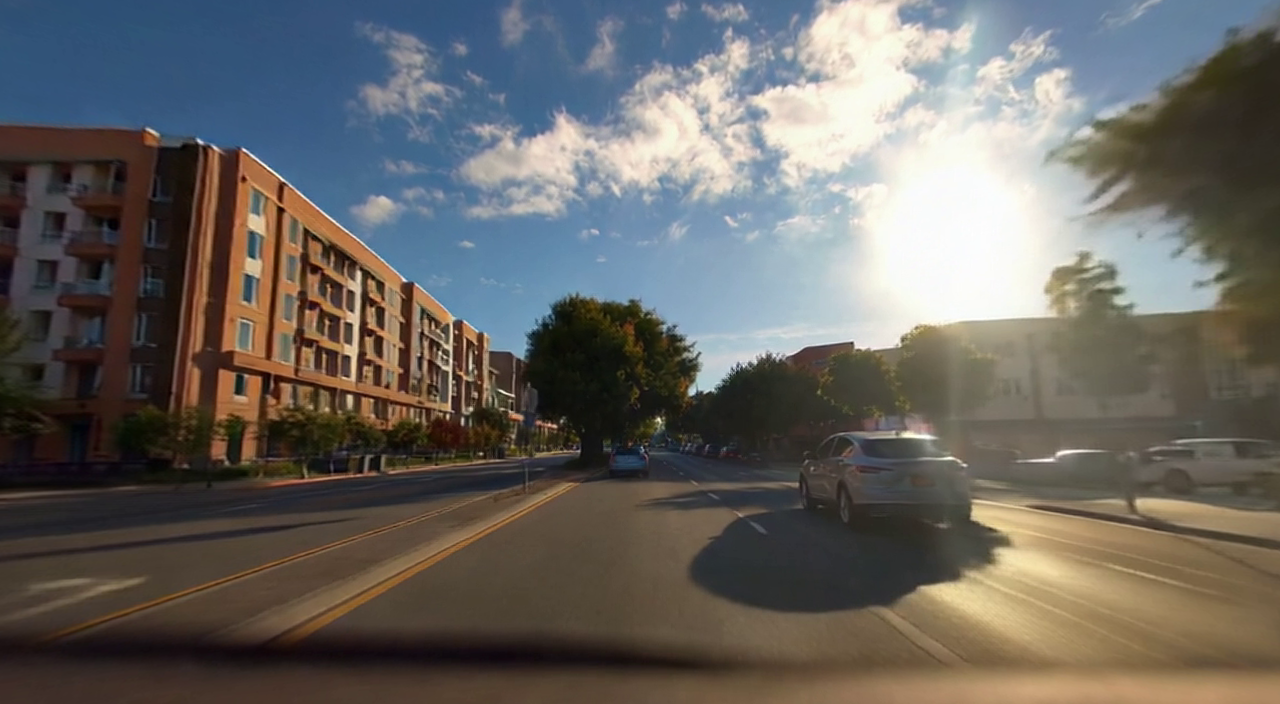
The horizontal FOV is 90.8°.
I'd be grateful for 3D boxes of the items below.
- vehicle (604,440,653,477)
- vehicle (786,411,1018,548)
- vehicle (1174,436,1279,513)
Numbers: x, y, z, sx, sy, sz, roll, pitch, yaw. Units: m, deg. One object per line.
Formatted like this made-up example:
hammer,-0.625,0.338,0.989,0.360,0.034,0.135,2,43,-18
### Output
vehicle,-0.432,4.568,27.359,2.006,1.487,3.535,0,-8,1
vehicle,3.810,1.926,10.112,1.949,1.723,4.020,0,-8,0
vehicle,14.498,2.521,13.340,4.607,1.466,2.053,0,-9,-3
